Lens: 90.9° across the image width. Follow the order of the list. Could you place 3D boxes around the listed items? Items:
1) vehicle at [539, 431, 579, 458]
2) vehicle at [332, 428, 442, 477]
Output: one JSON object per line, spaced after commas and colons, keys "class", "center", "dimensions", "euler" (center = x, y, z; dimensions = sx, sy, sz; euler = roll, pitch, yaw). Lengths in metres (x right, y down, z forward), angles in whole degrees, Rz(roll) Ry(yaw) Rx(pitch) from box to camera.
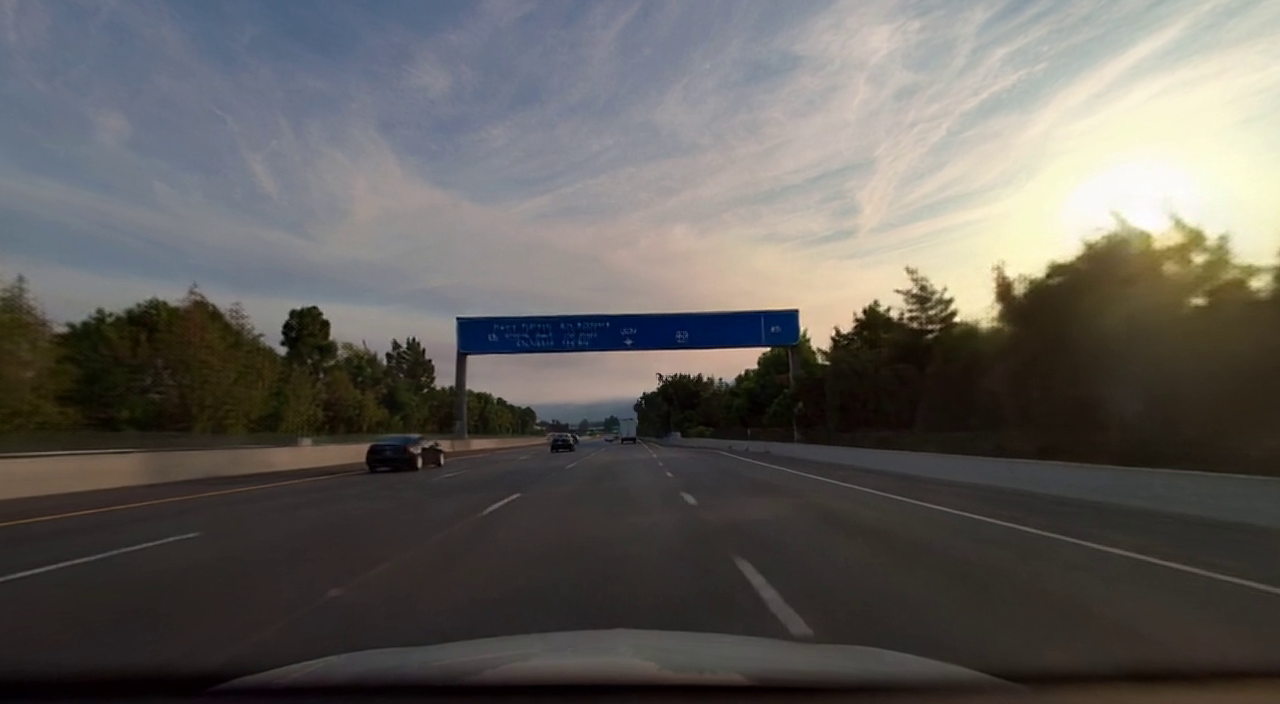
{"class": "vehicle", "center": [-4.783, 5.521, 37.815], "dimensions": [1.912, 1.495, 3.703], "euler": [0, -7, 0]}
{"class": "vehicle", "center": [-8.414, 3.347, 21.421], "dimensions": [1.973, 1.470, 4.270], "euler": [0, -7, 0]}
